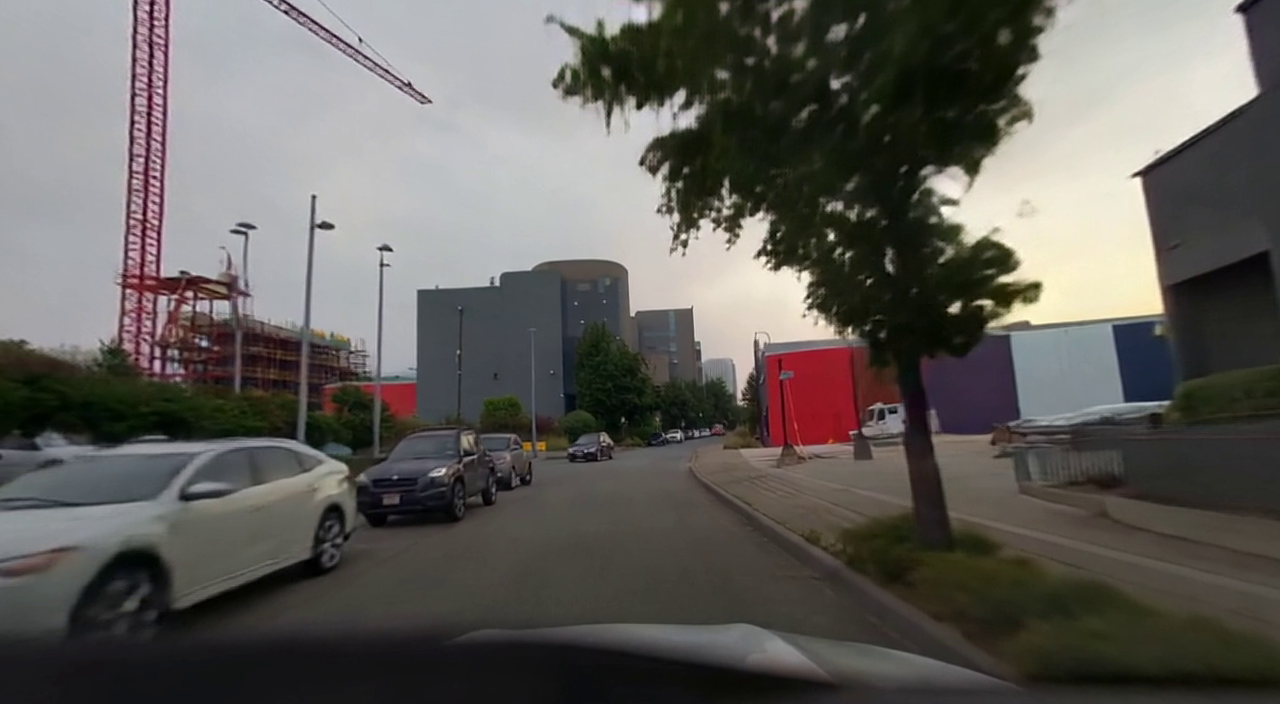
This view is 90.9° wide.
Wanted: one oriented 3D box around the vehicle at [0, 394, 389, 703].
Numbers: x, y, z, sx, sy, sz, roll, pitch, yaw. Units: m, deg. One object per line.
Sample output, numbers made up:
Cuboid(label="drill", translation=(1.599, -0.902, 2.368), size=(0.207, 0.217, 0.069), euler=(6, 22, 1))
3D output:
Cuboid(label="vehicle", translation=(-3.770, 1.280, 4.831), size=(1.980, 1.635, 4.153), euler=(0, -8, 0))

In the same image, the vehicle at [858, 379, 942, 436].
Cuboid(label="vehicle", translation=(19.410, 4.448, 47.797), size=(3.031, 3.863, 9.734), euler=(-1, -8, 6))

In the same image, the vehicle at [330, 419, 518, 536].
Cuboid(label="vehicle", translation=(-3.599, 2.128, 11.464), size=(2.026, 1.699, 4.224), euler=(0, -8, -2))

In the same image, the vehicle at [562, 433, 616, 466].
Cuboid(label="vehicle", translation=(-2.668, 5.206, 33.980), size=(1.967, 1.646, 4.192), euler=(-2, -8, 10))
